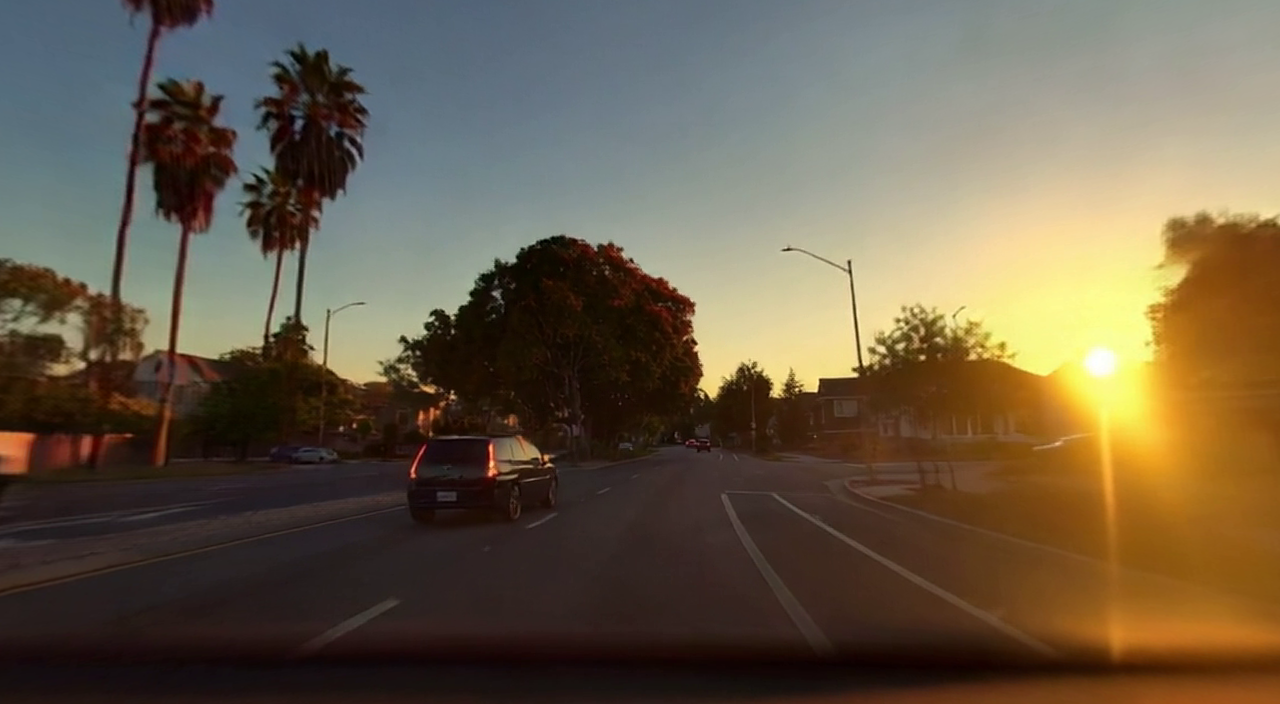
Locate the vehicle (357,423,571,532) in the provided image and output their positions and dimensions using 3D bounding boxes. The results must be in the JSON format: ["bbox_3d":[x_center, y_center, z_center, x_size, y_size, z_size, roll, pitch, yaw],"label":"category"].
[{"bbox_3d":[-2.749,2.107,11.255,2.075,1.498,4.730,-1,-8,5],"label":"vehicle"}]

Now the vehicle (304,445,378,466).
[{"bbox_3d":[-22.681,7.831,47.877,4.776,1.491,1.991,-2,-8,11],"label":"vehicle"}]

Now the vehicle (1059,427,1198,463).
[{"bbox_3d":[20.985,4.026,27.343,4.318,1.451,1.915,-4,-9,23],"label":"vehicle"}]

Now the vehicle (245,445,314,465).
[{"bbox_3d":[-28.222,8.020,49.359,4.447,1.484,1.845,-1,-8,10],"label":"vehicle"}]
